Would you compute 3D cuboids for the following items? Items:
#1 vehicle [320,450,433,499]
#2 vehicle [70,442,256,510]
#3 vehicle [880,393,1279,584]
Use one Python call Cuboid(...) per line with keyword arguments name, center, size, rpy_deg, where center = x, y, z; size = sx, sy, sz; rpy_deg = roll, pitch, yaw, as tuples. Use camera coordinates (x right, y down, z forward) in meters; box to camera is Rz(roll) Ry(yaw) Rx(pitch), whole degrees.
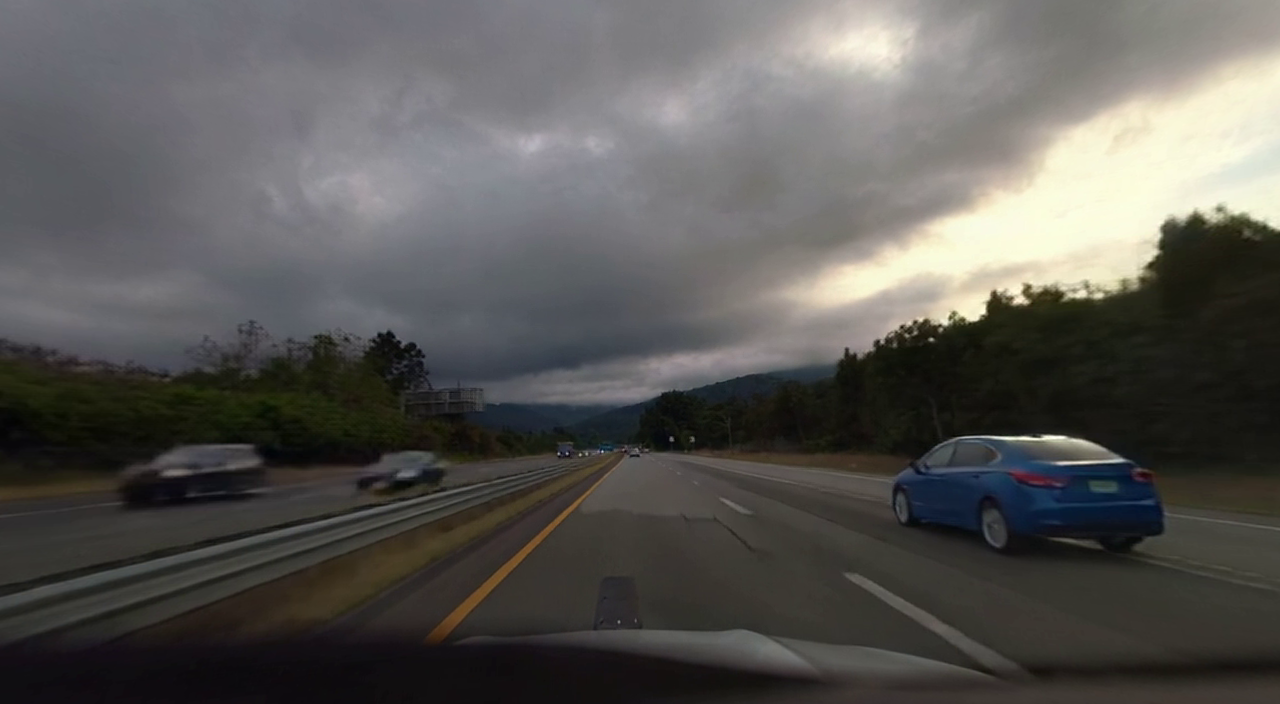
Cuboid(name="vehicle", center=(-8.798, 4.103, 21.490), size=(2.036, 1.482, 4.349), rpy_deg=(0, -9, -1))
Cuboid(name="vehicle", center=(-13.197, 3.426, 17.825), size=(2.024, 1.663, 4.158), rpy_deg=(0, -9, -1))
Cuboid(name="vehicle", center=(5.201, 1.646, 8.337), size=(2.117, 1.783, 4.627), rpy_deg=(0, -9, -1))
